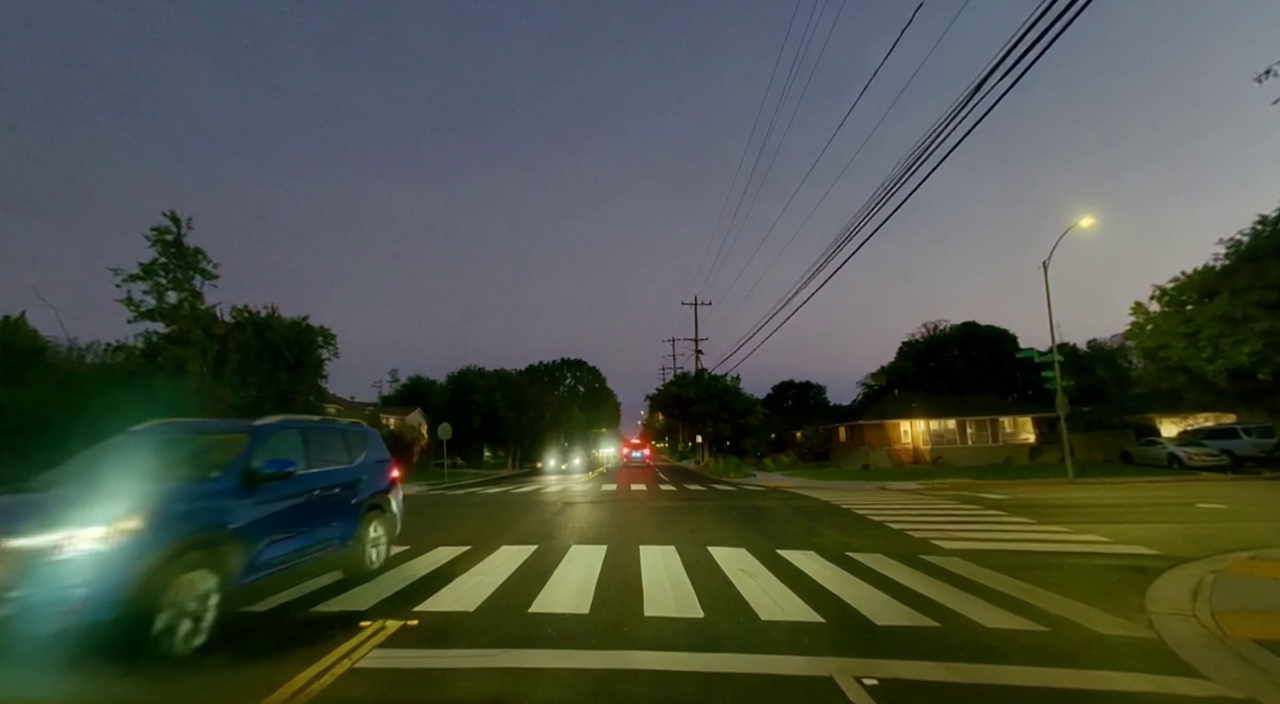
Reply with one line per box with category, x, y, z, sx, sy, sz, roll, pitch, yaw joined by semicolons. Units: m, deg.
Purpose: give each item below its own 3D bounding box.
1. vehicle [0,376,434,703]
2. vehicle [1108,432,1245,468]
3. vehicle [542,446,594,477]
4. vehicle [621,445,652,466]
vehicle;-3.763;1.349;5.752;2.330;1.768;4.553;0;-9;-2
vehicle;23.427;4.307;27.880;1.841;1.448;4.688;0;-9;-1
vehicle;-3.594;5.516;32.182;2.102;1.463;4.024;0;-9;1
vehicle;-0.292;7.668;46.912;2.209;1.501;4.208;0;-9;-1
